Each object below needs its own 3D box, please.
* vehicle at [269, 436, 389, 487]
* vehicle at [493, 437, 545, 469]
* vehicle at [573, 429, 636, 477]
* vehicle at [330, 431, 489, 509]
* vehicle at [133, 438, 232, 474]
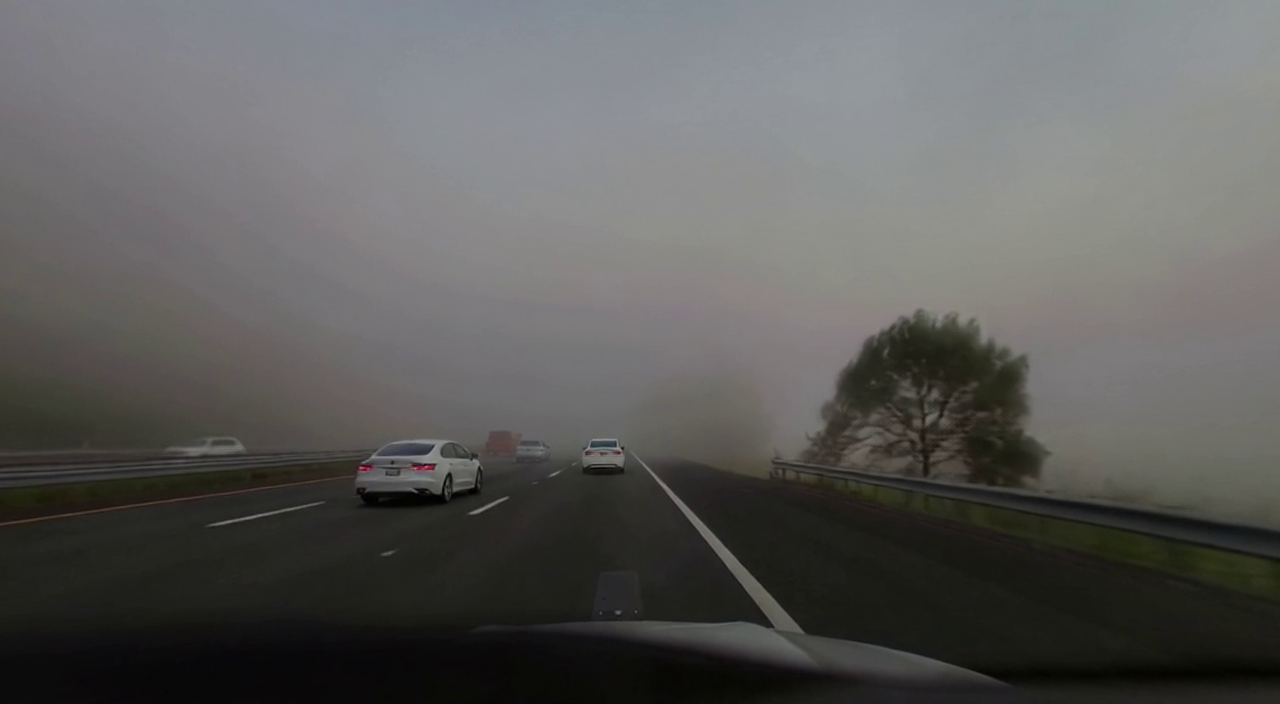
[{"bbox_3d":[-9.669,3.381,19.933,1.850,1.439,3.932,0,-8,-1],"label":"vehicle"},{"bbox_3d":[-5.845,4.881,30.707,1.835,1.432,3.835,0,-8,-1],"label":"vehicle"},{"bbox_3d":[-1.315,3.802,23.982,2.178,1.658,3.916,0,-8,-2],"label":"vehicle"},{"bbox_3d":[-4.934,2.547,14.246,1.971,1.464,4.386,0,-8,0],"label":"vehicle"},{"bbox_3d":[-22.360,5.070,30.969,1.856,1.607,4.114,0,-8,-2],"label":"vehicle"}]
